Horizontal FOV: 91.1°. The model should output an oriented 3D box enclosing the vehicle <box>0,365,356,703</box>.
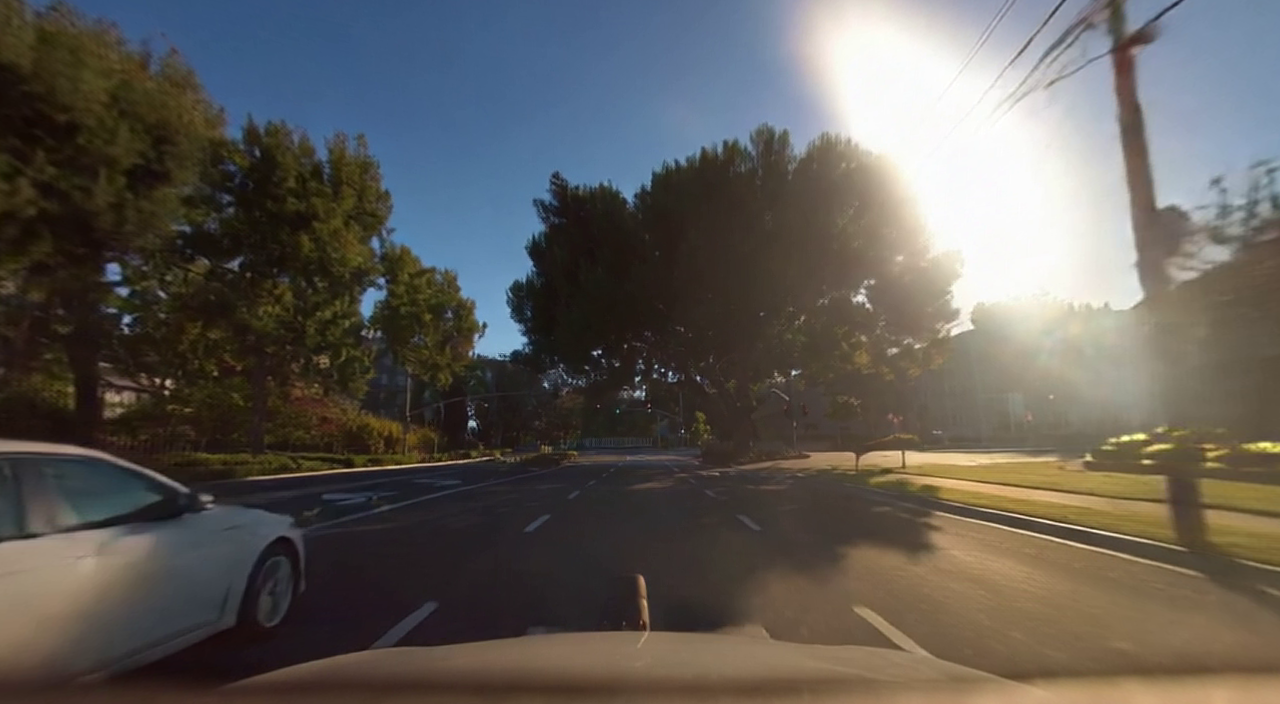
[{"bbox_3d":[-3.334,0.858,2.358,2.139,1.564,4.901,0,-8,1],"label":"vehicle"}]
